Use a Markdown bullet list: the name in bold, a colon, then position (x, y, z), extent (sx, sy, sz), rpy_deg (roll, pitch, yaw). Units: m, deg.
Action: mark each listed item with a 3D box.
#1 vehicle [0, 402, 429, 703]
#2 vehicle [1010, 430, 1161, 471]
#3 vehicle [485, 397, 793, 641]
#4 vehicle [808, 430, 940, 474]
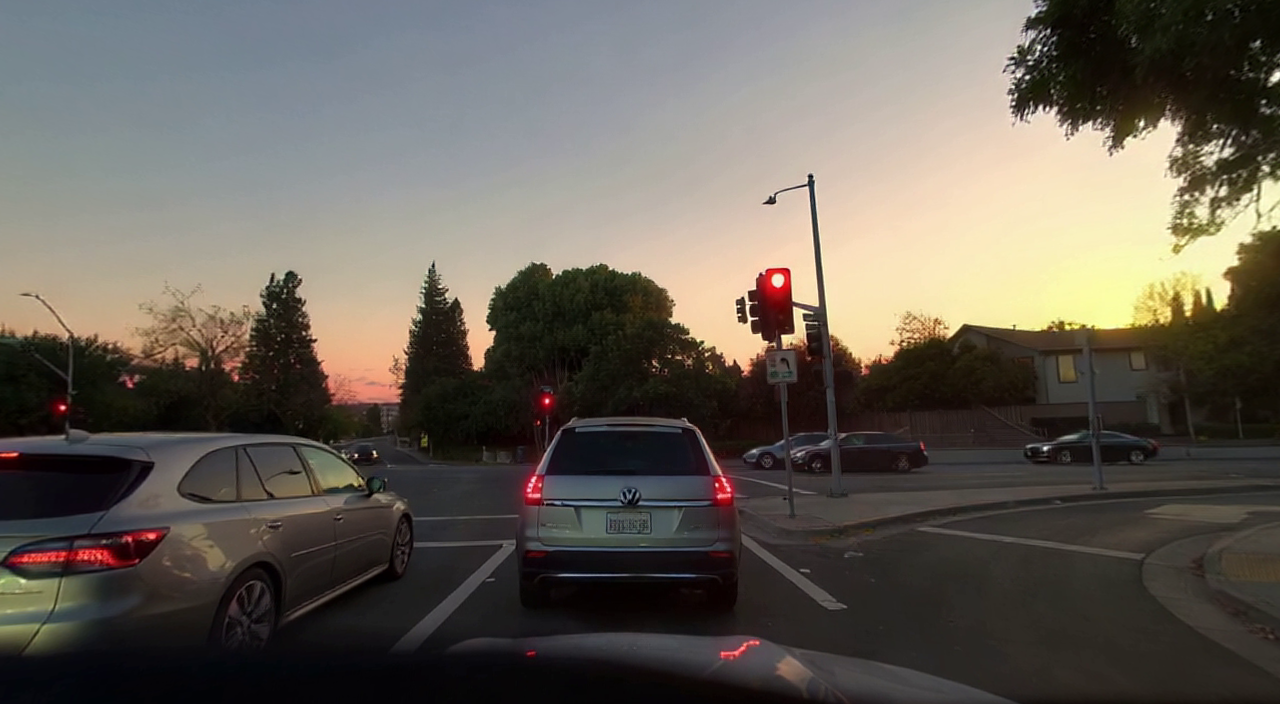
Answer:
- **vehicle**: position (-3.305, 1.272, 4.707), extent (2.035, 1.492, 4.415), rpy_deg (0, -9, -2)
- **vehicle**: position (18.317, 4.064, 26.191), extent (4.670, 1.616, 1.926), rpy_deg (-1, -9, 6)
- **vehicle**: position (-0.154, 1.470, 6.563), extent (2.154, 1.670, 4.140), rpy_deg (1, -9, -5)
- **vehicle**: position (9.896, 4.281, 27.106), extent (4.887, 1.769, 2.035), rpy_deg (-1, -9, 6)
